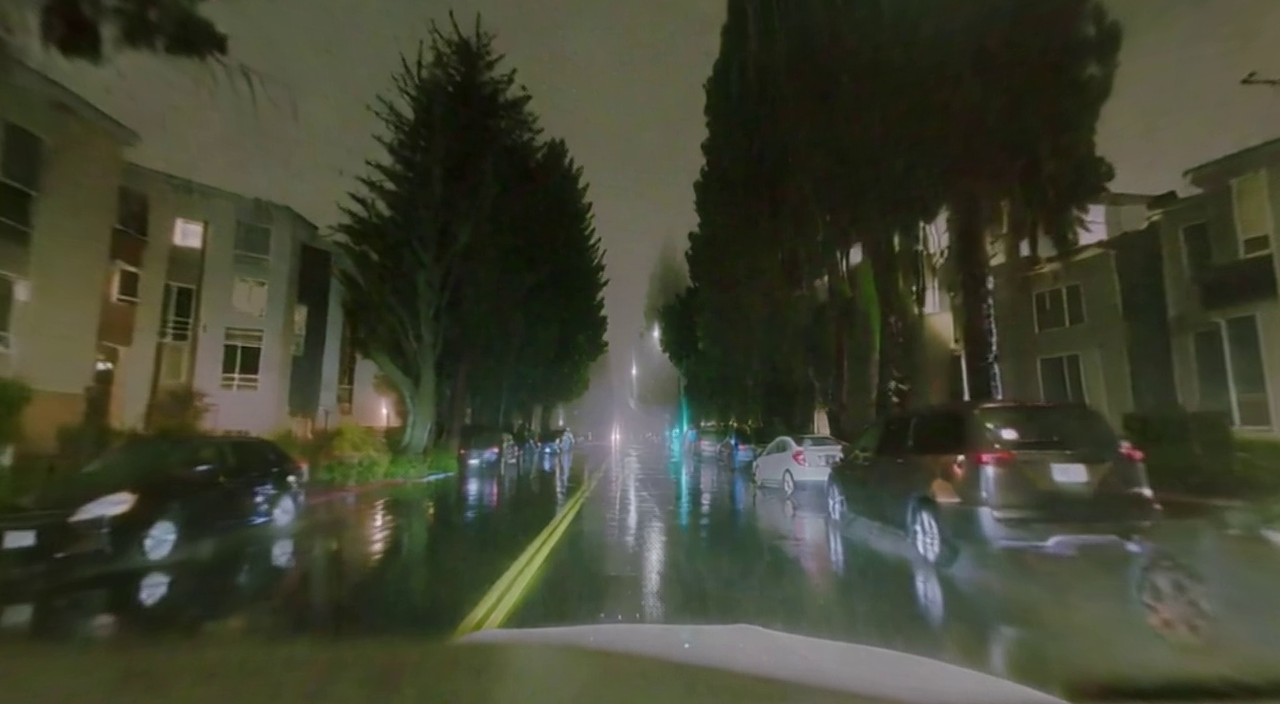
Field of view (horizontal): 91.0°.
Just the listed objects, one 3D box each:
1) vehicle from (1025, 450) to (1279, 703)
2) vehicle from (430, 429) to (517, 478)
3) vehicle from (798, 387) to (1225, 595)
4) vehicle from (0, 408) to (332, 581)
[{"bbox_3d":[4.390,1.220,3.203,1.823,1.393,4.584,0,-9,-2],"label":"vehicle"},{"bbox_3d":[-7.115,4.499,27.644,2.384,1.781,5.492,-3,-10,-1],"label":"vehicle"},{"bbox_3d":[4.307,1.768,9.069,2.365,1.970,6.011,0,-9,-1],"label":"vehicle"},{"bbox_3d":[-6.952,1.993,9.406,2.235,1.802,5.138,-2,-10,-2],"label":"vehicle"}]
